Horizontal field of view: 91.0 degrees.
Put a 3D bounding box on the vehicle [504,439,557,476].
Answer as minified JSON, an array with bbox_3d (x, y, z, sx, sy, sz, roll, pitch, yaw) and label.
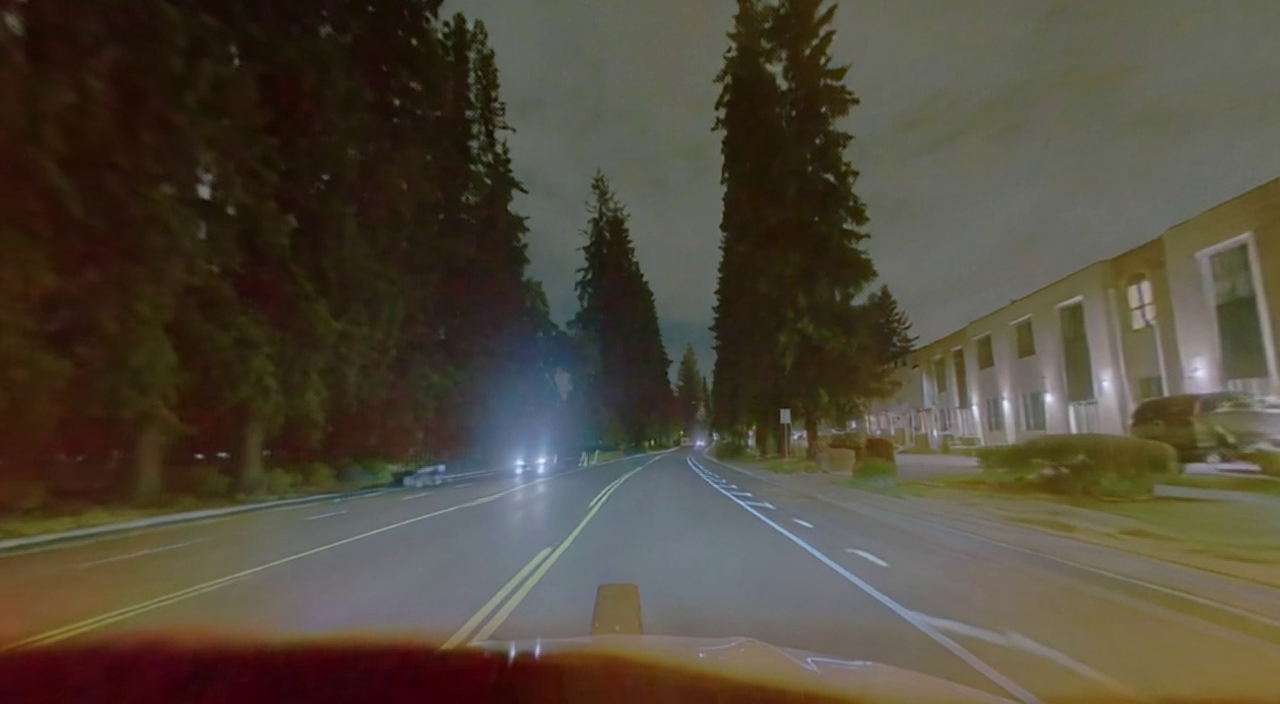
[{"bbox_3d":[-6.045,5.870,35.264,2.063,1.859,4.812,0,-8,1],"label":"vehicle"}]

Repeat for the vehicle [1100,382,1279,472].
[{"bbox_3d":[14.133,1.823,15.276,1.968,1.835,5.277,-1,-7,1],"label":"vehicle"}]

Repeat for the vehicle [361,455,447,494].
[{"bbox_3d":[-9.953,5.169,26.921,1.865,1.441,4.422,0,-8,1],"label":"vehicle"}]
